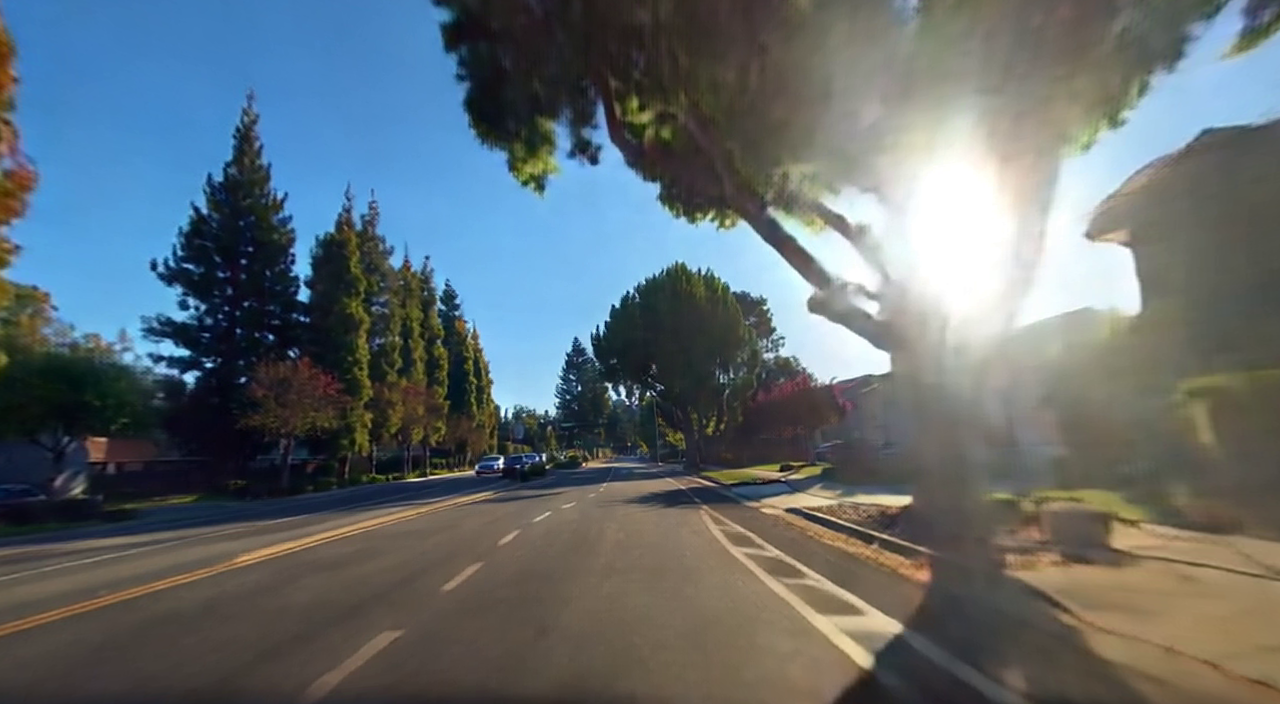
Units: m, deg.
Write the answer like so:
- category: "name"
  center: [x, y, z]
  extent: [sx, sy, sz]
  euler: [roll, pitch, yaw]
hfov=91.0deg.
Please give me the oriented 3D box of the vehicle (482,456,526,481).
- category: "vehicle"
  center: [-9.163, 7.851, 42.762]
  extent: [2.050, 1.486, 4.512]
  euler: [0, -9, -2]
